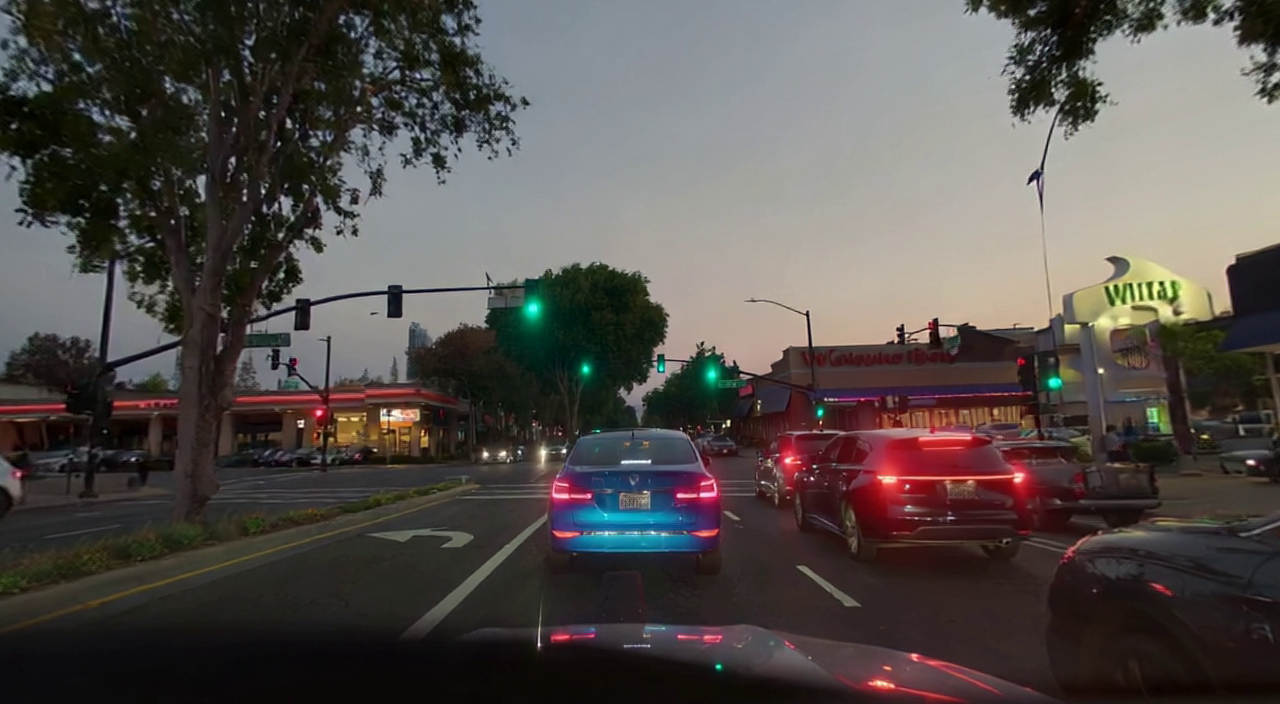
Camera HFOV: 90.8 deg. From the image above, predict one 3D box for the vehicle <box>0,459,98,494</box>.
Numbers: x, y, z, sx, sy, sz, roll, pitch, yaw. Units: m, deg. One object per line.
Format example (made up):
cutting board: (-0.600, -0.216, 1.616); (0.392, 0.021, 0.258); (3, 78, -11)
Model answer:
vehicle: (-27.256, 5.499, 28.070); (4.285, 1.427, 1.883); (3, -9, -22)

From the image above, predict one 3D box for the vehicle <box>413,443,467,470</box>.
vehicle: (-15.084, 7.895, 48.034); (2.395, 1.903, 4.860); (-1, -9, 1)

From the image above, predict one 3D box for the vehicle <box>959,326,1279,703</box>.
vehicle: (2.980, 0.705, 1.574); (2.075, 1.661, 4.401); (0, -9, 1)

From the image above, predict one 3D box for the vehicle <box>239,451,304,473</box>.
vehicle: (-28.587, 8.530, 49.176); (4.205, 1.541, 1.780); (4, -10, -28)

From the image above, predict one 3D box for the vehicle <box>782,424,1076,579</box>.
vehicle: (3.321, 1.790, 8.360); (1.865, 1.496, 4.170); (0, -9, -1)

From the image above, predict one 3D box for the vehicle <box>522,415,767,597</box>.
vehicle: (0.013, 1.633, 7.493); (2.154, 1.577, 3.723); (0, -9, -1)

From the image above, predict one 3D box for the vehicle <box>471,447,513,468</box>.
vehicle: (-11.260, 8.003, 48.242); (2.099, 1.478, 4.411); (0, -9, 0)
